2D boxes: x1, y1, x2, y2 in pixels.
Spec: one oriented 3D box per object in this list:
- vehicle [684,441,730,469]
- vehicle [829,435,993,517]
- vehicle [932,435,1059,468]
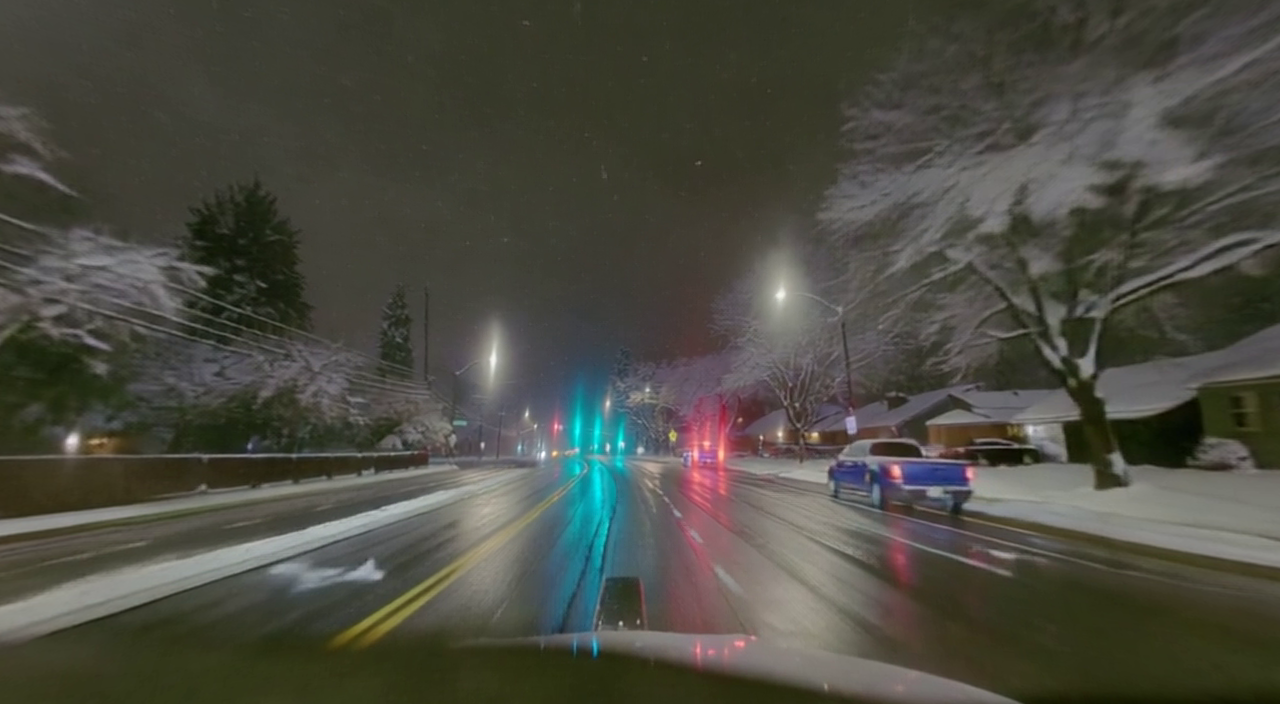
[{"bbox_3d":[4.766,7.390,45.611,2.285,1.868,5.575,1,-9,-4],"label":"vehicle"},{"bbox_3d":[6.419,2.965,15.673,2.024,1.710,4.525,0,-9,0],"label":"vehicle"},{"bbox_3d":[16.294,4.588,29.156,4.656,1.466,1.924,0,-9,0],"label":"vehicle"}]
